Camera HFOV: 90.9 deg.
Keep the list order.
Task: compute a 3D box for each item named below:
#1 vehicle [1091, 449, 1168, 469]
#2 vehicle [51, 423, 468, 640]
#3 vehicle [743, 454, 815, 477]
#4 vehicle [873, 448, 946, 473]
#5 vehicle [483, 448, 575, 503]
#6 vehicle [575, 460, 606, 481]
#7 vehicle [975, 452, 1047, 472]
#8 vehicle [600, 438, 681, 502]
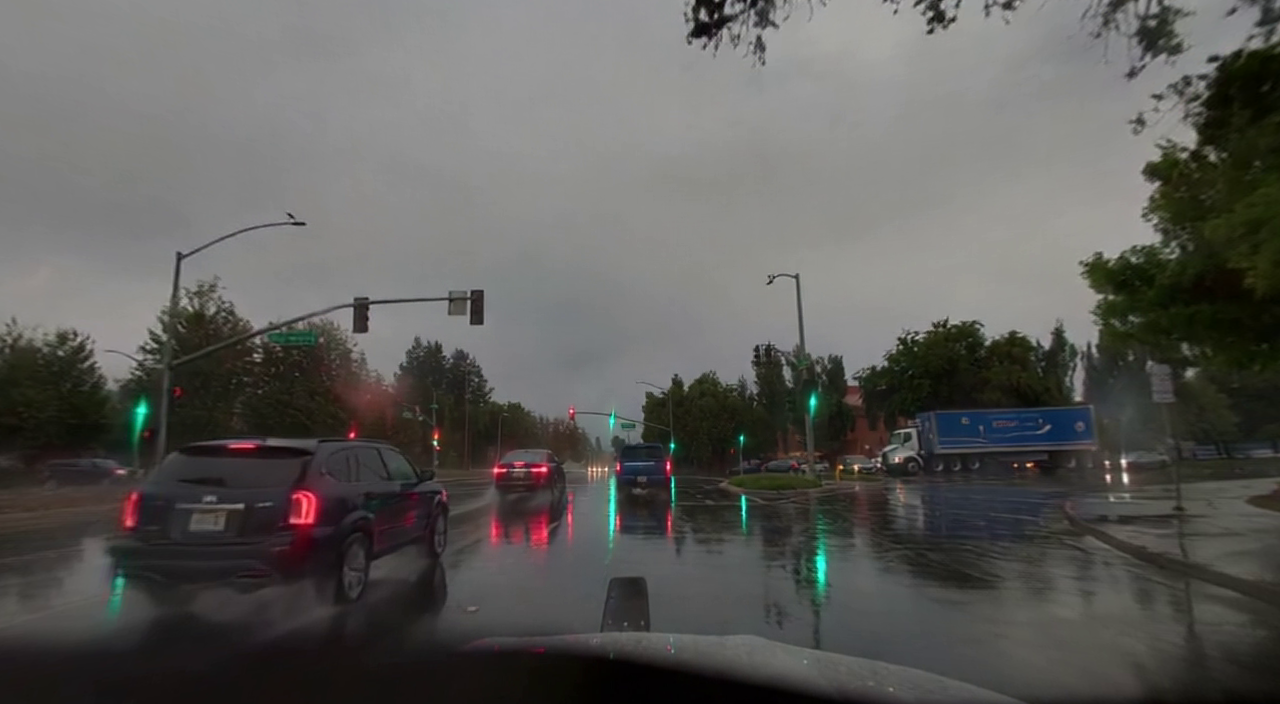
[{"bbox_3d":[37.831,8.249,48.726,4.525,1.468,1.839,1,-9,-5],"label":"vehicle"},{"bbox_3d":[-3.194,1.540,6.296,1.960,1.528,3.490,0,-9,0],"label":"vehicle"},{"bbox_3d":[10.619,8.733,48.383,4.875,1.473,2.077,-2,-12,-2],"label":"vehicle"},{"bbox_3d":[20.756,8.409,48.671,4.585,1.681,2.140,-2,-10,-1],"label":"vehicle"},{"bbox_3d":[-3.215,3.663,19.208,2.013,1.474,4.393,0,-9,0],"label":"vehicle"},{"bbox_3d":[-3.861,9.309,49.722,2.101,1.443,4.367,0,-9,0],"label":"vehicle"},{"bbox_3d":[28.706,8.513,48.864,4.365,1.448,1.928,0,-9,0],"label":"vehicle"},{"bbox_3d":[0.005,3.452,18.845,2.163,1.678,3.846,0,-9,0],"label":"vehicle"}]
